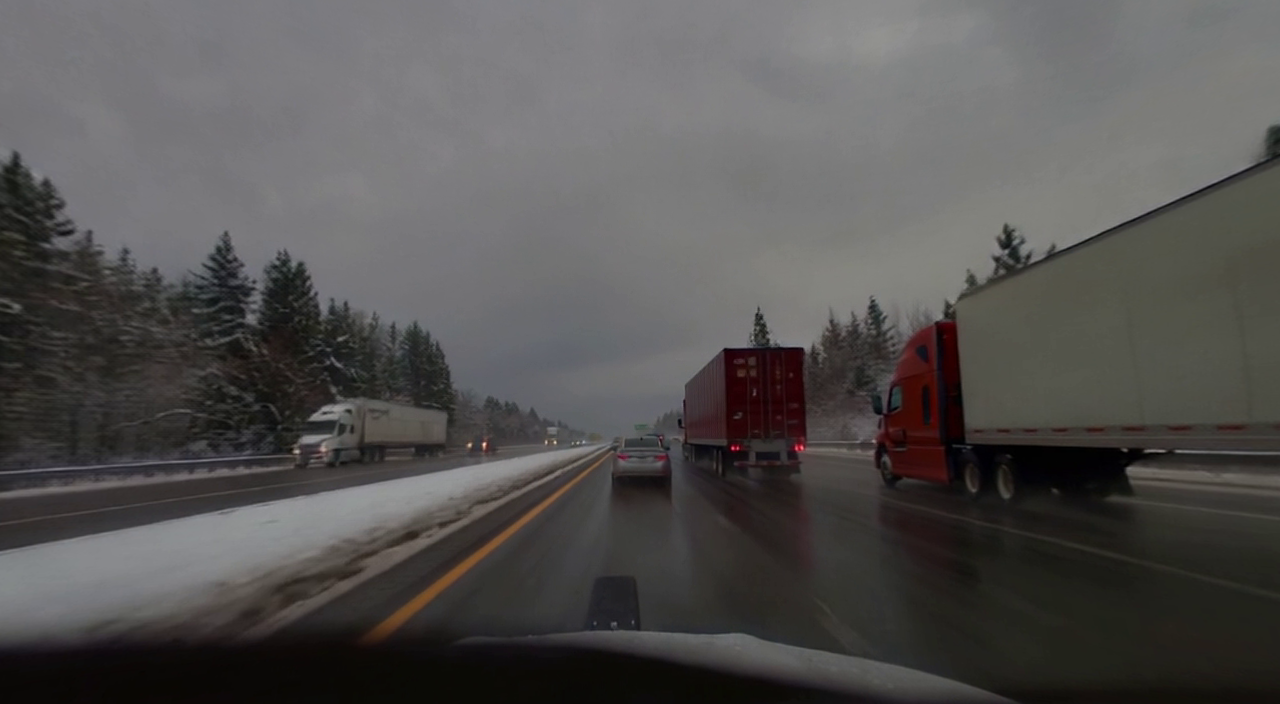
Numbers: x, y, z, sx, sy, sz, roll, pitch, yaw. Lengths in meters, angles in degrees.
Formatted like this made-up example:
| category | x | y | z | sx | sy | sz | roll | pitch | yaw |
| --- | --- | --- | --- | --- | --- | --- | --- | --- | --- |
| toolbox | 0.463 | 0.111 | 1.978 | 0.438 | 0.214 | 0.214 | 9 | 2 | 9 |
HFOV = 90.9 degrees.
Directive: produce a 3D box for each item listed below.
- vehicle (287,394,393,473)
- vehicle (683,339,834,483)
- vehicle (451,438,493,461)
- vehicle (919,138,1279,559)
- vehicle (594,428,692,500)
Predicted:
| category | x | y | z | sx | sy | sz | roll | pitch | yaw |
| --- | --- | --- | --- | --- | --- | --- | --- | --- | --- |
| vehicle | -16.653 | 4.587 | 35.565 | 2.903 | 4.010 | 6.212 | 0 | -8 | -1 |
| vehicle | 3.839 | 2.573 | 25.041 | 2.888 | 4.099 | 14.183 | 0 | -7 | -2 |
| vehicle | -12.010 | 6.991 | 45.368 | 1.940 | 1.540 | 3.989 | 0 | -7 | 0 |
| vehicle | 8.153 | 0.059 | 7.284 | 3.110 | 4.308 | 14.260 | 0 | -7 | -1 |
| vehicle | 0.010 | 2.604 | 15.151 | 2.038 | 1.477 | 3.773 | 0 | -7 | -2 |
